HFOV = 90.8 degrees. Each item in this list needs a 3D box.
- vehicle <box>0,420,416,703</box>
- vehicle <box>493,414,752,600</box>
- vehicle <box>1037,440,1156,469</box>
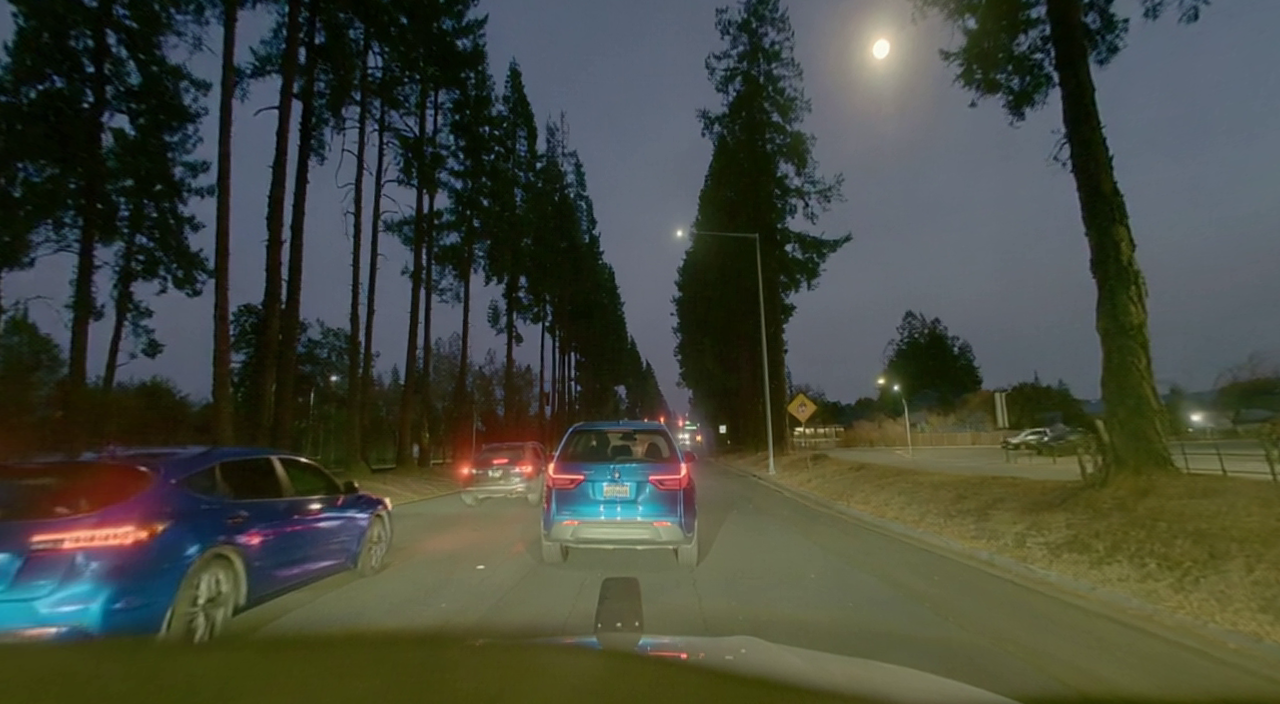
[{"bbox_3d":[-3.610,1.359,4.975,1.922,1.464,4.424,0,-8,2],"label":"vehicle"},{"bbox_3d":[-0.128,1.628,7.474,2.229,1.591,3.897,0,-8,1],"label":"vehicle"},{"bbox_3d":[28.419,6.354,39.423,5.955,1.702,2.166,1,-8,-6],"label":"vehicle"}]
